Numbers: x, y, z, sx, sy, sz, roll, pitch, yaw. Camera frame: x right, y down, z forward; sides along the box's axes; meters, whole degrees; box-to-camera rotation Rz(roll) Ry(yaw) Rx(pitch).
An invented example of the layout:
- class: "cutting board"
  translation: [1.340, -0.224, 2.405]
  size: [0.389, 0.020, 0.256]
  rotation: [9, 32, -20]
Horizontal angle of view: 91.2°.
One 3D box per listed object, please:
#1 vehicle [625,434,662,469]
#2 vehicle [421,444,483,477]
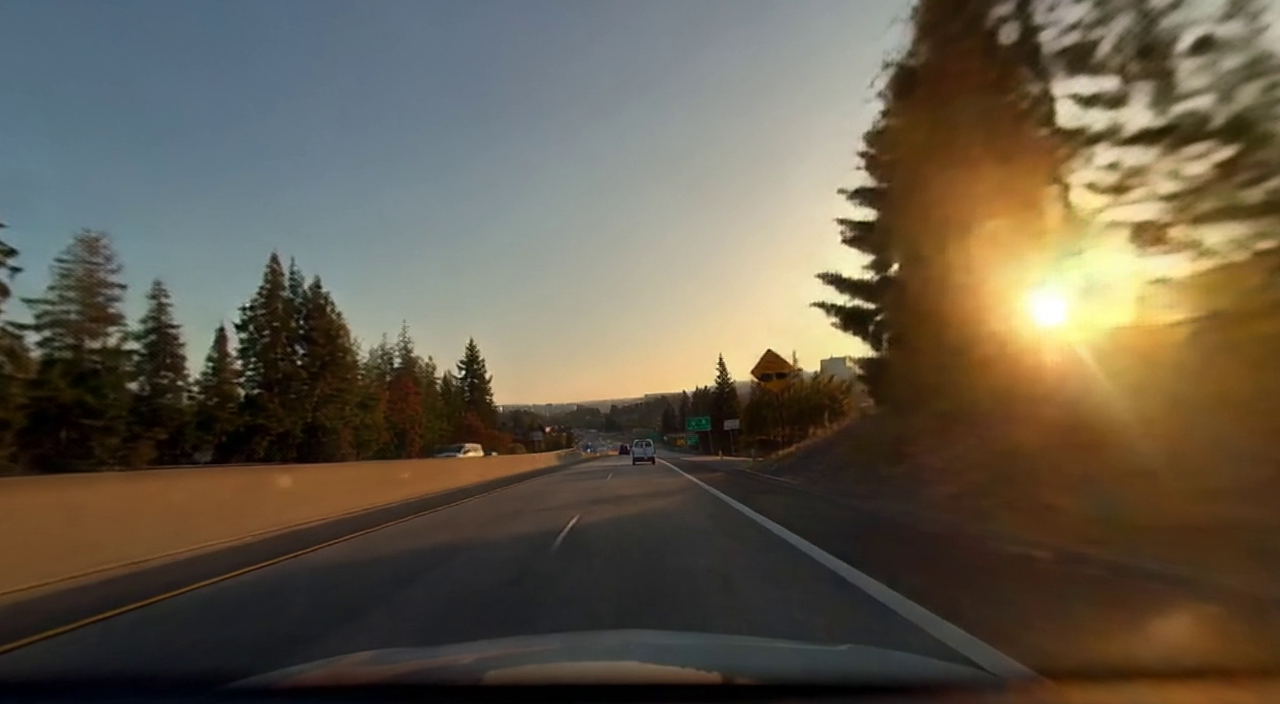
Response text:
- class: "vehicle"
  translation: [0.251, 6.421, 40.496]
  size: [2.268, 2.122, 4.595]
  rotation: [-1, -9, 1]
- class: "vehicle"
  translation: [-12.160, 7.055, 41.029]
  size: [2.243, 1.979, 5.607]
  rotation: [-1, -9, 1]
